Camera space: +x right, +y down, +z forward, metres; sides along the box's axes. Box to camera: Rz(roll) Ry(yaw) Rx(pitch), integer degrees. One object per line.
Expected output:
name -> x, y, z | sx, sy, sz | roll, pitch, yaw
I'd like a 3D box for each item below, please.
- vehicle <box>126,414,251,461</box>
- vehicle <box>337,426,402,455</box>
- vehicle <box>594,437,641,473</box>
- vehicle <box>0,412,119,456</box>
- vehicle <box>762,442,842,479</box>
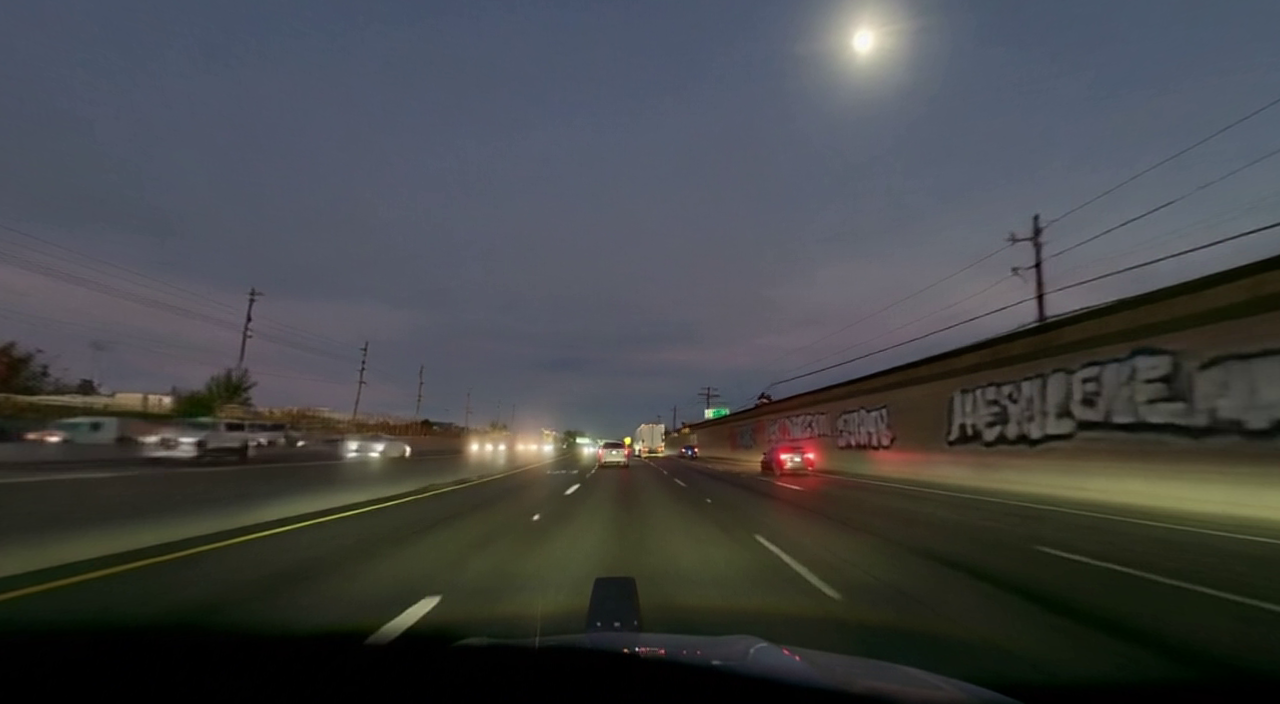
vehicle -> -22.263, 4.305, 31.534 | 2.270, 2.130, 5.448 | 0, -9, -1
vehicle -> -17.495, 5.784, 41.163 | 2.138, 1.755, 5.022 | 0, -9, -1
vehicle -> -1.101, 5.048, 31.080 | 2.191, 1.685, 3.353 | 0, -9, -2
vehicle -> -31.126, 4.342, 33.131 | 5.594, 2.183, 2.388 | 6, -11, -36
vehicle -> 6.817, 4.639, 27.246 | 2.018, 1.451, 4.762 | 0, -9, -2
